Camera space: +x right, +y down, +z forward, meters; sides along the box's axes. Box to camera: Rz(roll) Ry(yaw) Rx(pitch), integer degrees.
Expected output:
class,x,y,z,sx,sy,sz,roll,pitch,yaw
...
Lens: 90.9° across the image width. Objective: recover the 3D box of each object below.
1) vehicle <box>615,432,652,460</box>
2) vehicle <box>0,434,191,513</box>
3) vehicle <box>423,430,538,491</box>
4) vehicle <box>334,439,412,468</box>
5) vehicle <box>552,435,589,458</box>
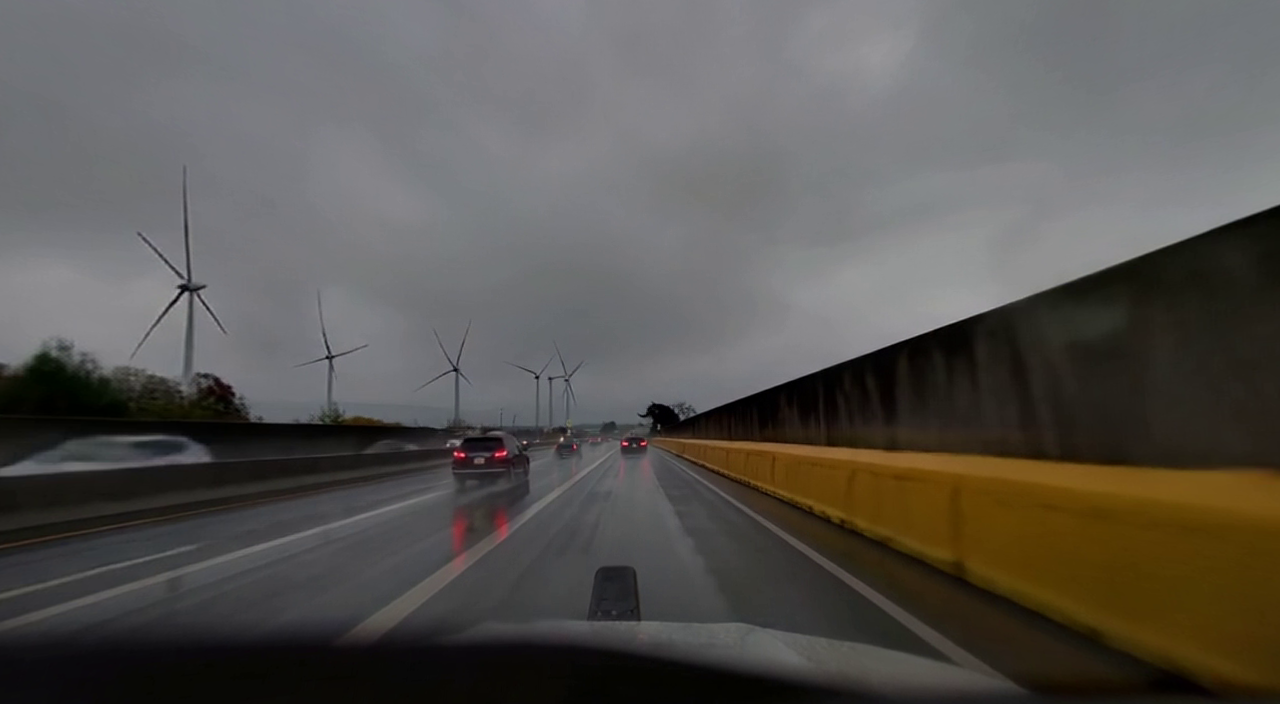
class,x,y,z,sx,sy,sz,roll,pitch,yaw
vehicle,-0.392,5.437,36.519,2.027,1.550,3.607,0,-8,-1
vehicle,-13.907,2.783,15.227,2.239,1.551,5.272,0,-8,-1
vehicle,-4.270,2.969,17.744,1.998,1.468,4.635,0,-8,0
vehicle,-14.335,5.475,34.210,2.097,1.420,5.005,0,-8,-1
vehicle,-4.558,6.283,42.029,2.059,1.436,3.802,0,-8,-1
